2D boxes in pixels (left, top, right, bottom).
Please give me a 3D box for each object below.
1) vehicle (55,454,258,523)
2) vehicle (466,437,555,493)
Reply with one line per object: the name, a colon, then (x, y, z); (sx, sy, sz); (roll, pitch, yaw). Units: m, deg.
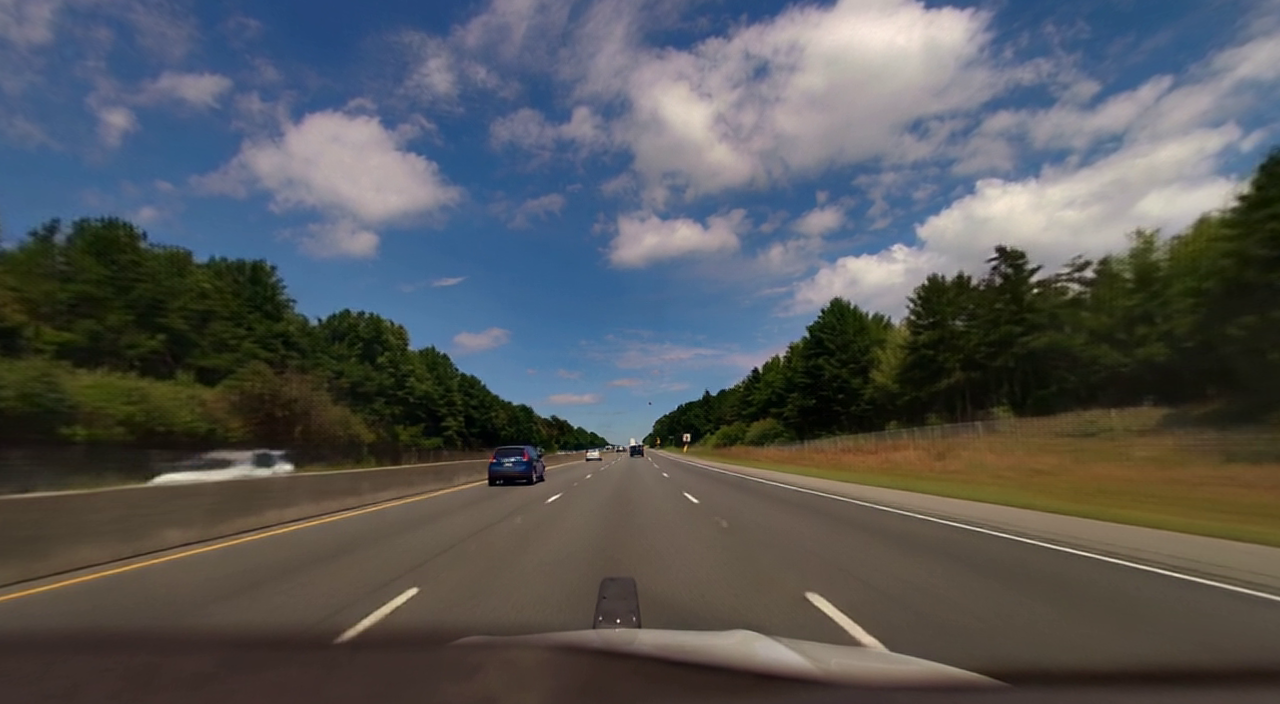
vehicle: (-12.622, 3.538, 16.828); (1.974, 1.526, 4.335); (0, -9, 0)
vehicle: (-4.291, 3.821, 21.561); (2.151, 1.693, 4.201); (0, -9, 0)
